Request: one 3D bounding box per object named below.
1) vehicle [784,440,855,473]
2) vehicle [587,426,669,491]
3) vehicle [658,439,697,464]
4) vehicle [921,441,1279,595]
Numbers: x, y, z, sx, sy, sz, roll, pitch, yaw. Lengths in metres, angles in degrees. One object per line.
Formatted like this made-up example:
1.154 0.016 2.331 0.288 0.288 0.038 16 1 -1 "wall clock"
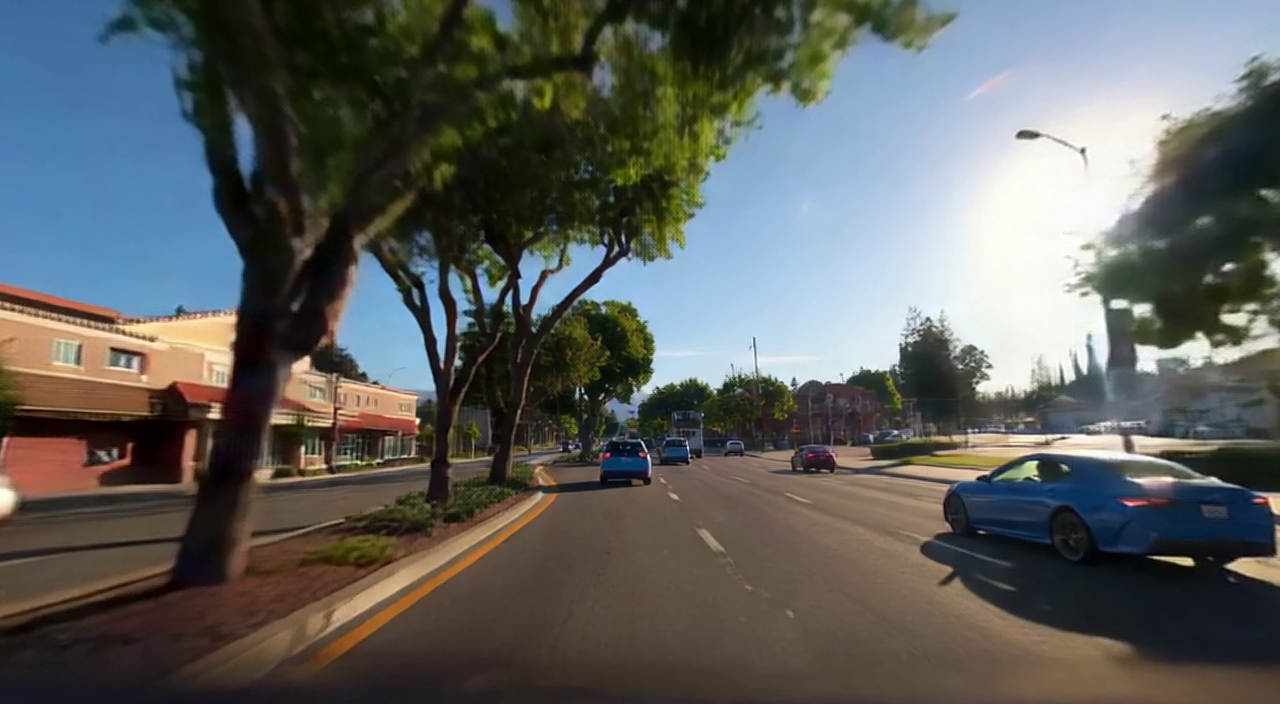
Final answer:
8.713 5.113 31.096 2.045 1.484 4.342 0 -9 -2 "vehicle"
-0.394 3.249 19.438 2.266 1.762 4.131 0 -9 -2 "vehicle"
2.299 6.351 40.221 2.078 1.471 4.142 0 -9 -2 "vehicle"
5.602 1.774 7.669 2.258 1.294 4.312 0 -9 -2 "vehicle"
